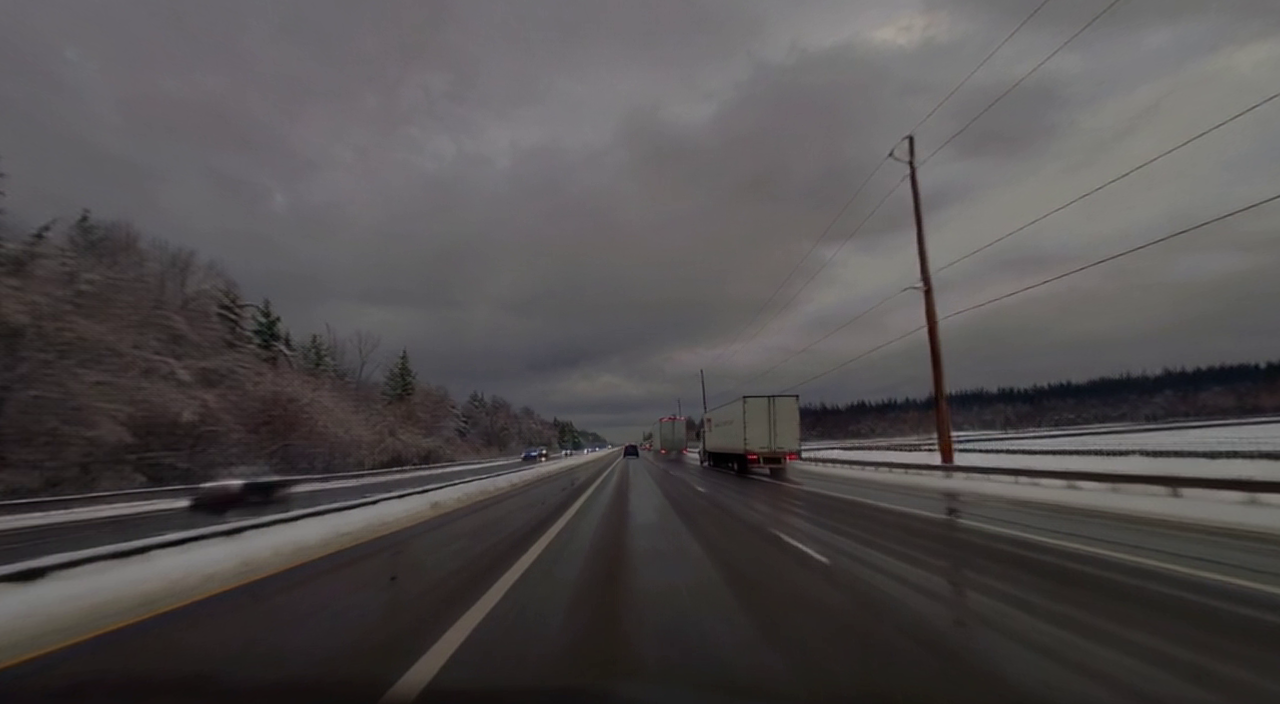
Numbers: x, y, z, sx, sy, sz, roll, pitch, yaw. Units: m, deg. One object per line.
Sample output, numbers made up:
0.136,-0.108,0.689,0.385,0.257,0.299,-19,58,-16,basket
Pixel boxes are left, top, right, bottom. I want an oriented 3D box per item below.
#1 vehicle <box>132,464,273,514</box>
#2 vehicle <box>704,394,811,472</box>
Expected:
-15.187,4.735,22.169,1.849,1.415,4.408,0,-9,-1,vehicle
7.200,5.641,42.417,3.400,4.134,17.388,0,-9,-2,vehicle
